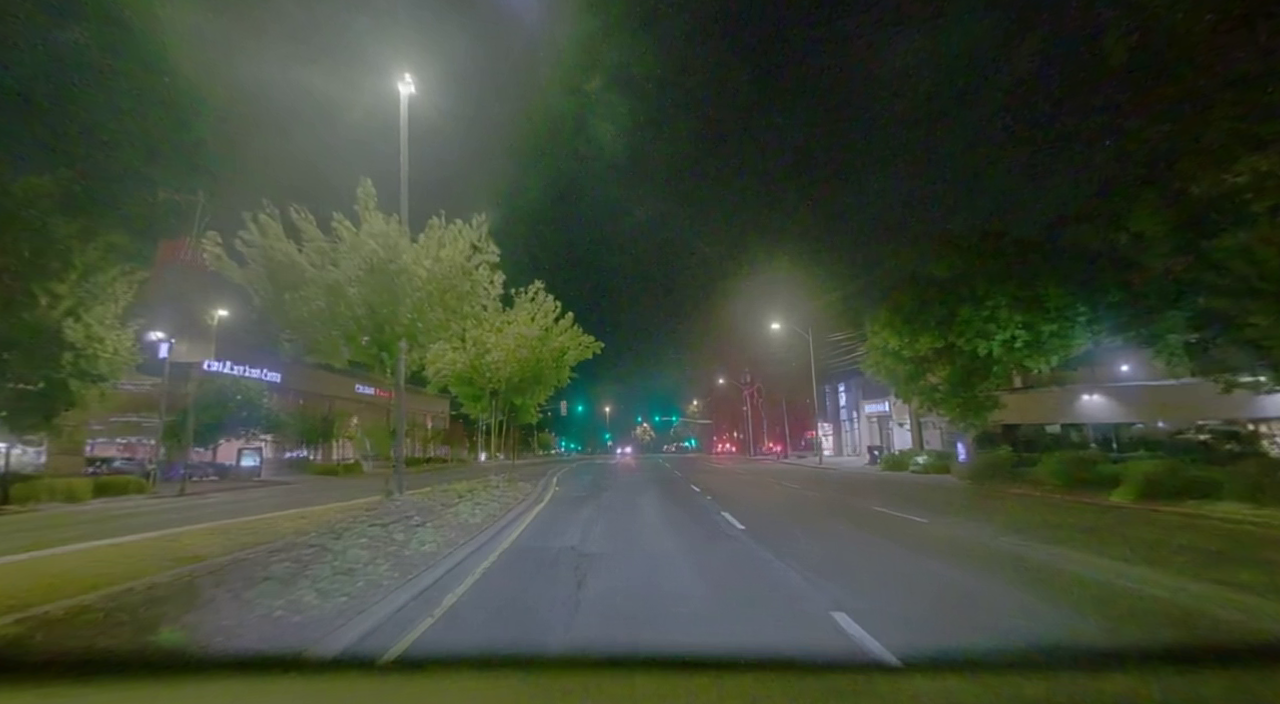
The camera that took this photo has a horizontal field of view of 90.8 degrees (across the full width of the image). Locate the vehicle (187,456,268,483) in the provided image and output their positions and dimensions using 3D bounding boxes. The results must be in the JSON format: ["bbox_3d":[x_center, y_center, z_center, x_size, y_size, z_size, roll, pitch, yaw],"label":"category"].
[{"bbox_3d":[-25.462,7.254,39.191,1.908,1.502,4.584,0,-8,0],"label":"vehicle"}]

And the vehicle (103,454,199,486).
[{"bbox_3d":[-30.315,7.298,39.391,2.101,1.733,4.689,0,-8,2],"label":"vehicle"}]
